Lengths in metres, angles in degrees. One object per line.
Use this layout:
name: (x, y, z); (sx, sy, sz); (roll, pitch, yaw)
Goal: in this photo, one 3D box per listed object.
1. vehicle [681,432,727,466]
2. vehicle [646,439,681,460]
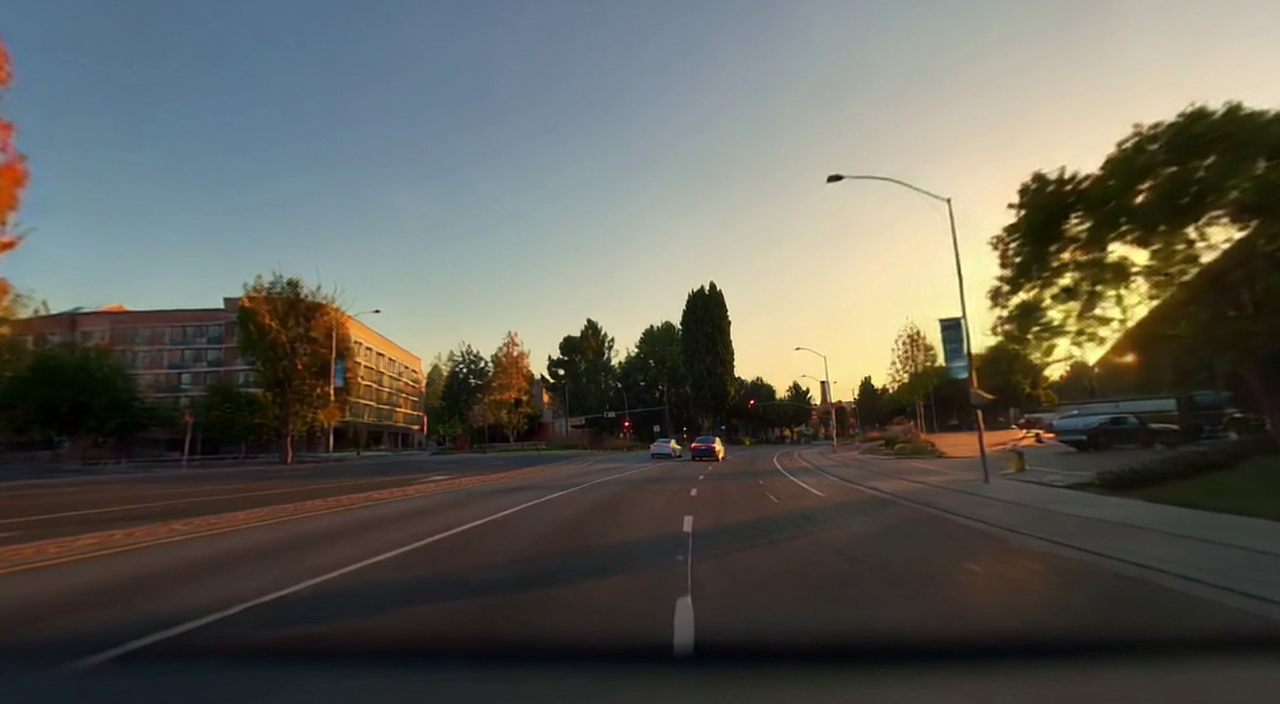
vehicle: (4.020, 5.951, 38.942); (2.356, 1.931, 4.840); (-2, -9, 11)
vehicle: (1.797, 7.338, 47.424); (1.952, 1.472, 4.312); (-2, -9, 11)
